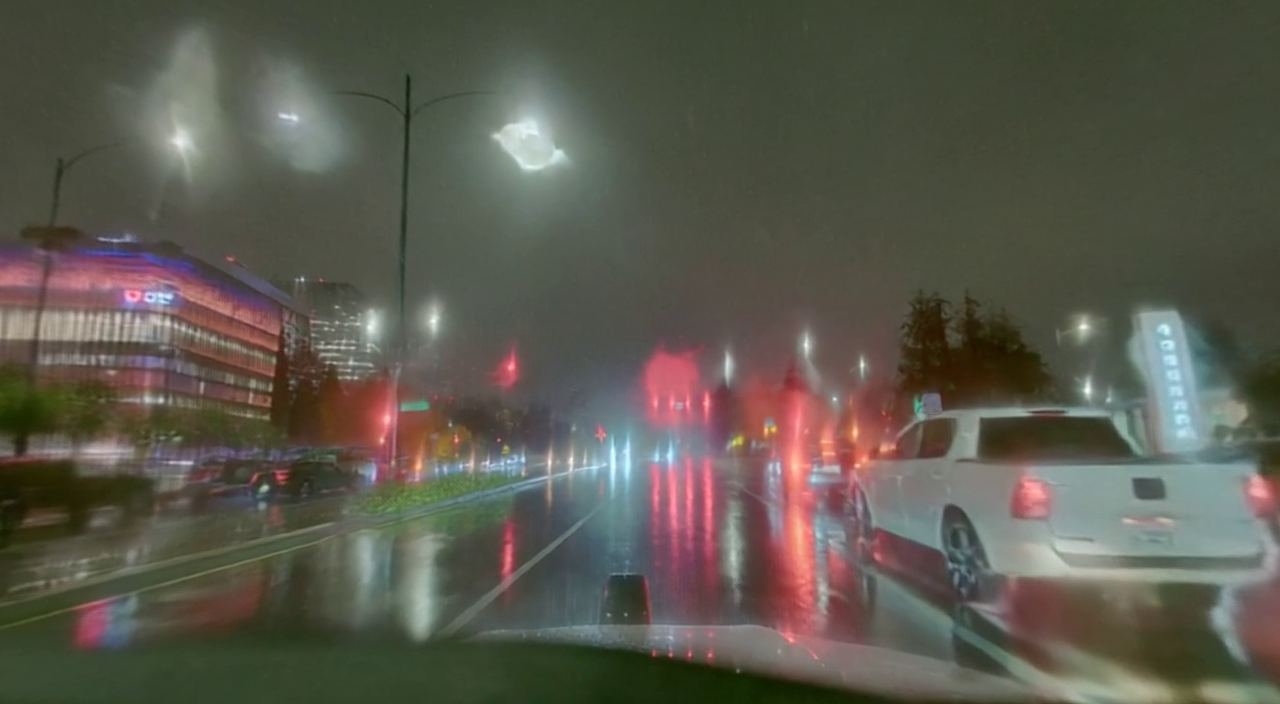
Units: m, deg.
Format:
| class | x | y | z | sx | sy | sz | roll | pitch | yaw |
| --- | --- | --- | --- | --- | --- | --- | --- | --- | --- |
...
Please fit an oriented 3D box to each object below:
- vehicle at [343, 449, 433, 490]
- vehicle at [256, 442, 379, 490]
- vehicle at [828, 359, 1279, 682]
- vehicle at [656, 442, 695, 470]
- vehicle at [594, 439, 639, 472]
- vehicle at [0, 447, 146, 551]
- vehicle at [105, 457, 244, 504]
| class | x | y | z | sx | sy | sz | roll | pitch | yaw |
| --- | --- | --- | --- | --- | --- | --- | --- | --- | --- |
| vehicle | -10.157 | 4.732 | 25.745 | 1.884 | 1.456 | 4.356 | 0 | -8 | 0 |
| vehicle | -14.134 | 5.005 | 28.153 | 2.337 | 1.895 | 5.872 | 0 | -8 | 1 |
| vehicle | 3.608 | 1.293 | 6.041 | 2.282 | 1.797 | 4.924 | -1 | -8 | 3 |
| vehicle | 2.016 | 5.853 | 35.662 | 2.059 | 1.477 | 3.988 | -1 | -8 | 4 |
| vehicle | -1.232 | 5.829 | 35.706 | 2.057 | 1.678 | 4.639 | -1 | -8 | 4 |
| vehicle | -10.759 | 2.302 | 9.959 | 2.047 | 1.572 | 4.472 | -1 | -8 | 4 |
| vehicle | -16.988 | 4.660 | 23.340 | 1.804 | 1.437 | 4.560 | 0 | -8 | -2 |
